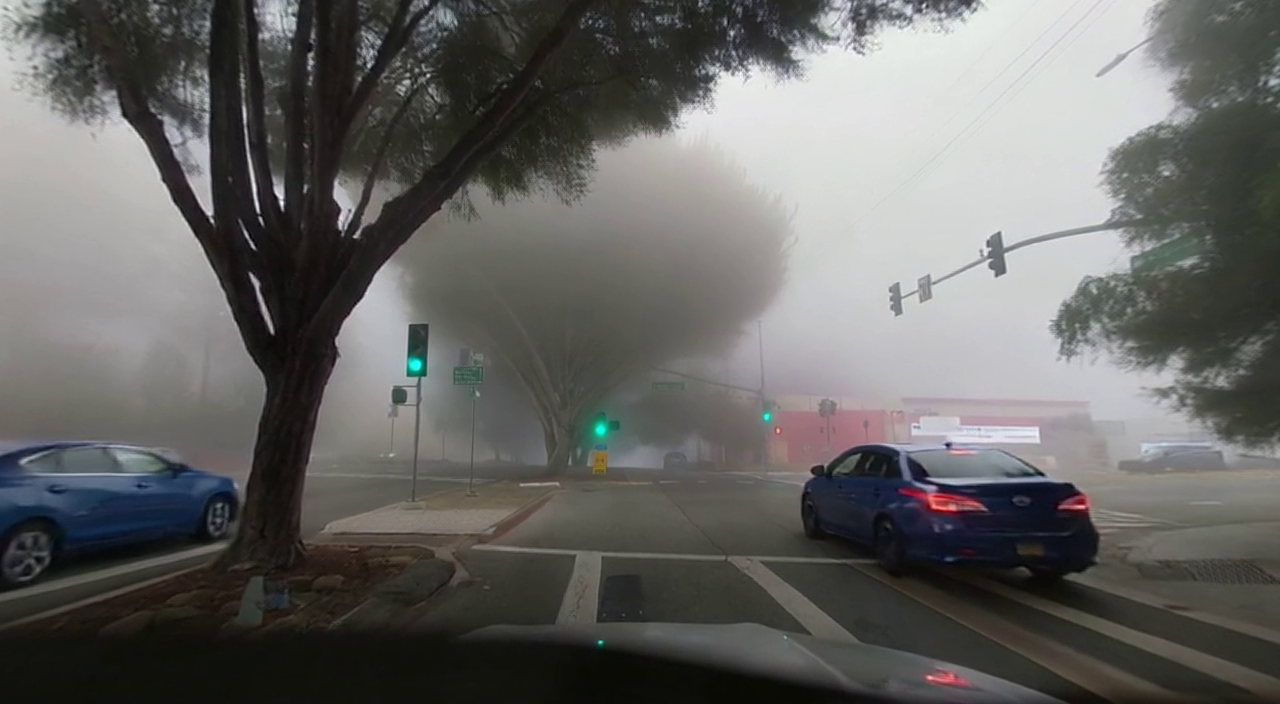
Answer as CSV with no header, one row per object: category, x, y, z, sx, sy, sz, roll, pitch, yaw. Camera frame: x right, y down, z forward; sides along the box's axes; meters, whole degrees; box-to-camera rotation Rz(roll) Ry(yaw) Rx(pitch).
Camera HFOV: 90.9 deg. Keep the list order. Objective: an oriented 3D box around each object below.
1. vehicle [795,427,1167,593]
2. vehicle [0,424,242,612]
vehicle,3.724,1.781,8.113,1.940,1.487,4.562,1,-8,-5
vehicle,-6.081,1.434,5.795,1.995,1.470,4.556,0,-8,-2
